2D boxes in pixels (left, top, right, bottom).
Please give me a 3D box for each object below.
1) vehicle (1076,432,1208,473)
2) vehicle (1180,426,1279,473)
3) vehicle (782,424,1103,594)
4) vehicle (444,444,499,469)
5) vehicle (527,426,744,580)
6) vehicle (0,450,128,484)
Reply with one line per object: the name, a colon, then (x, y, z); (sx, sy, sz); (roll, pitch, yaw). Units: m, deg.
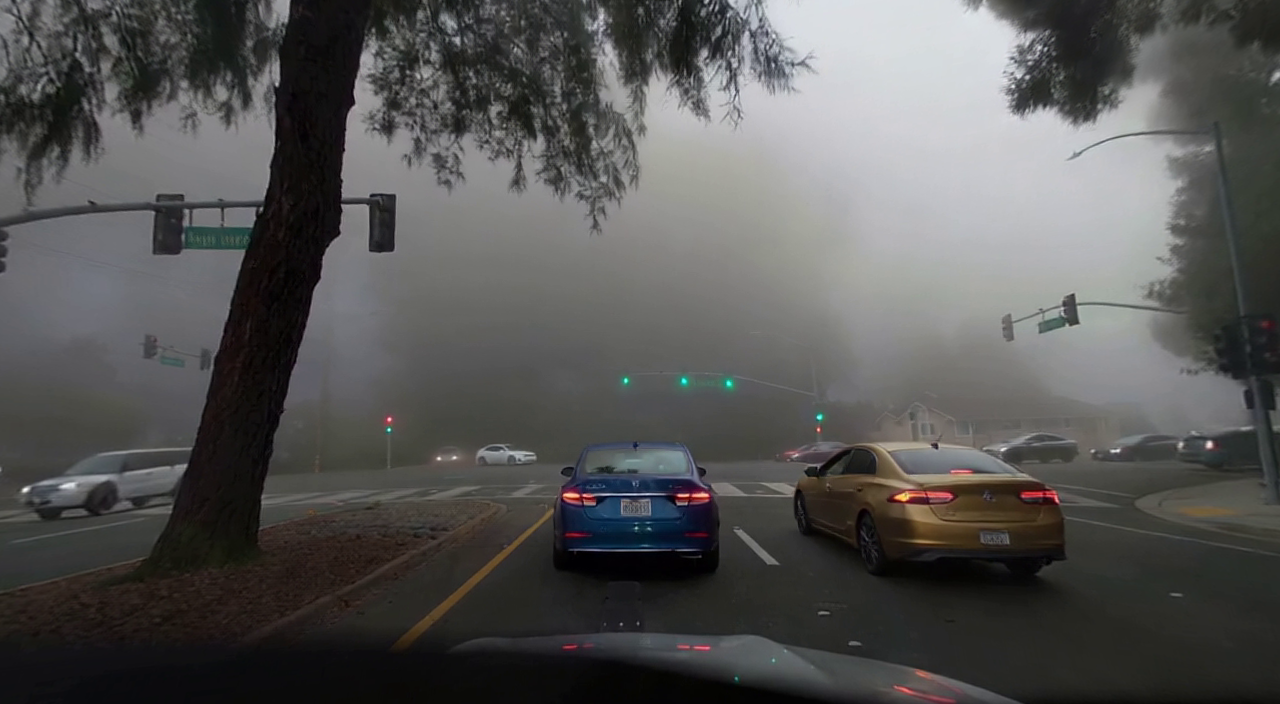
vehicle: (24.005, 4.792, 30.328); (4.520, 1.762, 2.005); (-2, -8, -1)
vehicle: (26.703, 4.143, 26.992); (5.073, 1.916, 2.290); (0, -8, 1)
vehicle: (3.177, 1.714, 7.764); (1.913, 1.505, 4.097); (0, -8, 0)
vehicle: (-11.139, 6.923, 42.195); (2.102, 1.531, 5.072); (0, -8, 2)
vehicle: (-0.062, 1.780, 8.253); (2.103, 1.478, 4.073); (0, -8, -1)
vehicle: (-28.287, 5.617, 31.052); (4.538, 1.591, 1.949); (0, -8, 1)
